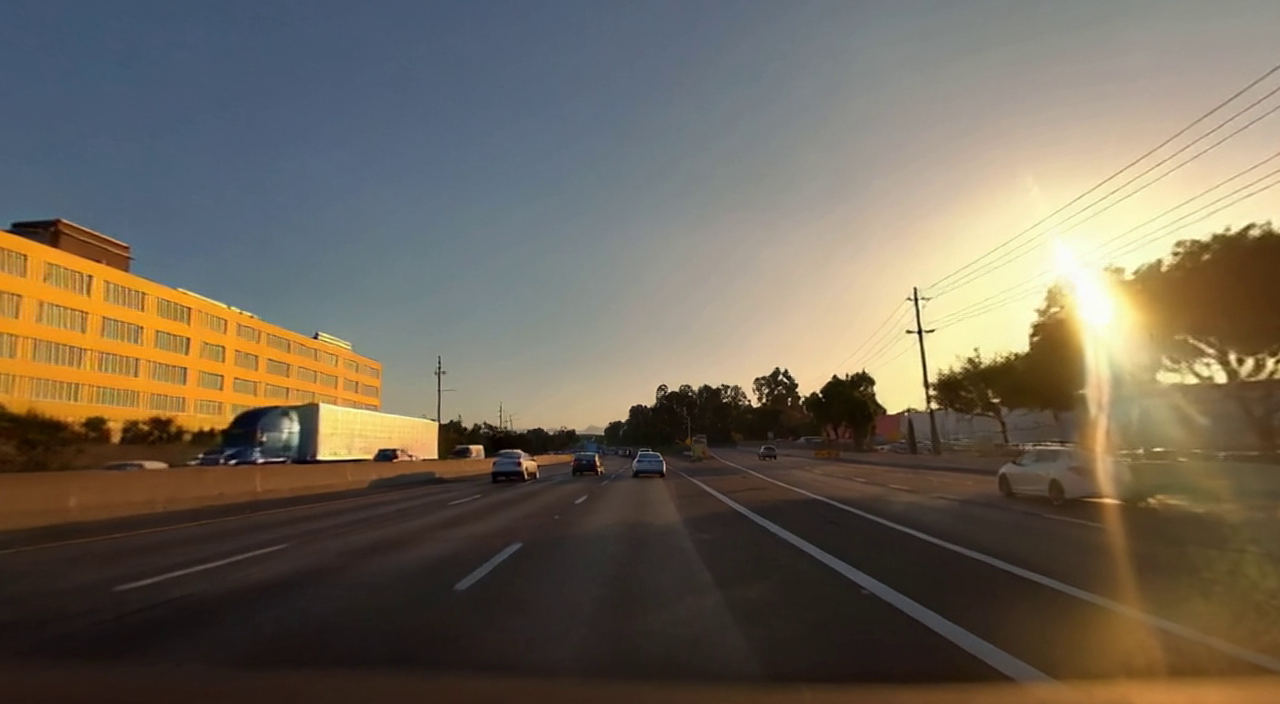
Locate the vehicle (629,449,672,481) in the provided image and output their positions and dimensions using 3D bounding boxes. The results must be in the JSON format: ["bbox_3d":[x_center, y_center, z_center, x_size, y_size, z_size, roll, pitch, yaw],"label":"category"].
[{"bbox_3d":[0.531,5.957,33.480,2.107,1.538,3.999,0,-8,0],"label":"vehicle"}]

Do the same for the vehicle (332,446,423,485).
[{"bbox_3d":[-12.939,5.574,31.543,2.249,1.715,5.424,0,-8,-1],"label":"vehicle"}]

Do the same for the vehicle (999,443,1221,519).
[{"bbox_3d":[10.677,2.902,14.906,1.966,1.484,4.610,-1,-8,5],"label":"vehicle"}]

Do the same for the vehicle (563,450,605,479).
[{"bbox_3d":[-3.309,6.743,38.069,2.059,1.508,4.662,0,-8,0],"label":"vehicle"}]

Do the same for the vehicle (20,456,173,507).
[{"bbox_3d":[-20.713,4.912,24.361,1.919,1.619,4.496,0,-8,0],"label":"vehicle"}]

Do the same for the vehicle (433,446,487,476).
[{"bbox_3d":[-12.993,7.865,45.936,2.216,1.945,5.942,0,-8,0],"label":"vehicle"}]

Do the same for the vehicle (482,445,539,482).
[{"bbox_3d":[-7.120,6.137,35.128,2.106,1.827,4.814,-1,-8,1],"label":"vehicle"}]

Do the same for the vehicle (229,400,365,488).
[{"bbox_3d":[-16.946,4.622,31.824,2.969,3.910,6.683,-1,-8,0],"label":"vehicle"}]
